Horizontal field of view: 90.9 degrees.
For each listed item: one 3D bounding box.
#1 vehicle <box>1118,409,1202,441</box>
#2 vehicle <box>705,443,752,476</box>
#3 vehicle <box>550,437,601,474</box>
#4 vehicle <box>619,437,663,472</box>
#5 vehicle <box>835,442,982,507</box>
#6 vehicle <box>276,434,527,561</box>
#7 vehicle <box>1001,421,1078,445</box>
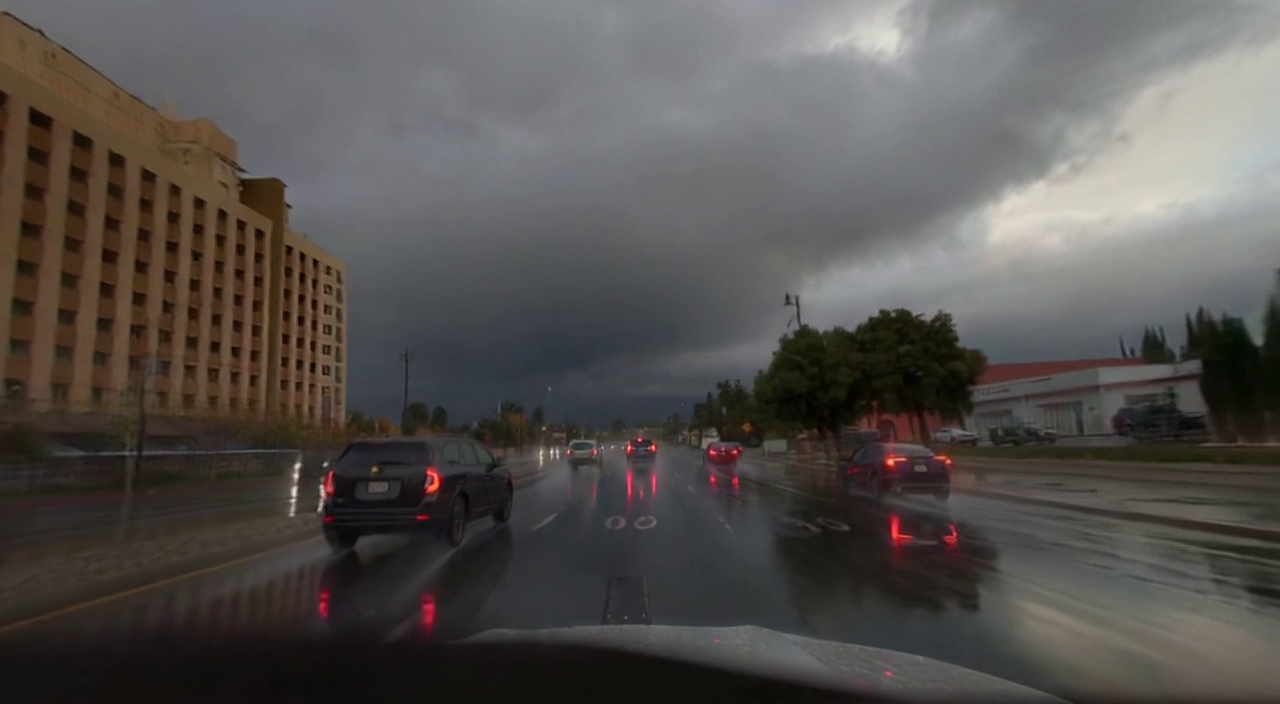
[{"bbox_3d":[26.459,3.758,32.020,4.617,1.459,1.819,5,-10,-33],"label":"vehicle"},{"bbox_3d":[4.251,5.227,30.866,1.884,1.458,4.245,-1,-9,3],"label":"vehicle"},{"bbox_3d":[-3.295,5.448,33.276,2.117,1.799,4.442,0,-9,1],"label":"vehicle"},{"bbox_3d":[0.052,5.747,35.466,2.304,1.795,4.526,0,-9,0],"label":"vehicle"},{"bbox_3d":[6.890,3.162,16.803,1.865,1.458,4.605,0,-9,0],"label":"vehicle"},{"bbox_3d":[-3.226,2.064,9.731,2.095,1.486,4.411,0,-9,1],"label":"vehicle"},{"bbox_3d":[26.201,5.334,41.311,4.674,1.489,2.008,4,-10,-26],"label":"vehicle"}]
